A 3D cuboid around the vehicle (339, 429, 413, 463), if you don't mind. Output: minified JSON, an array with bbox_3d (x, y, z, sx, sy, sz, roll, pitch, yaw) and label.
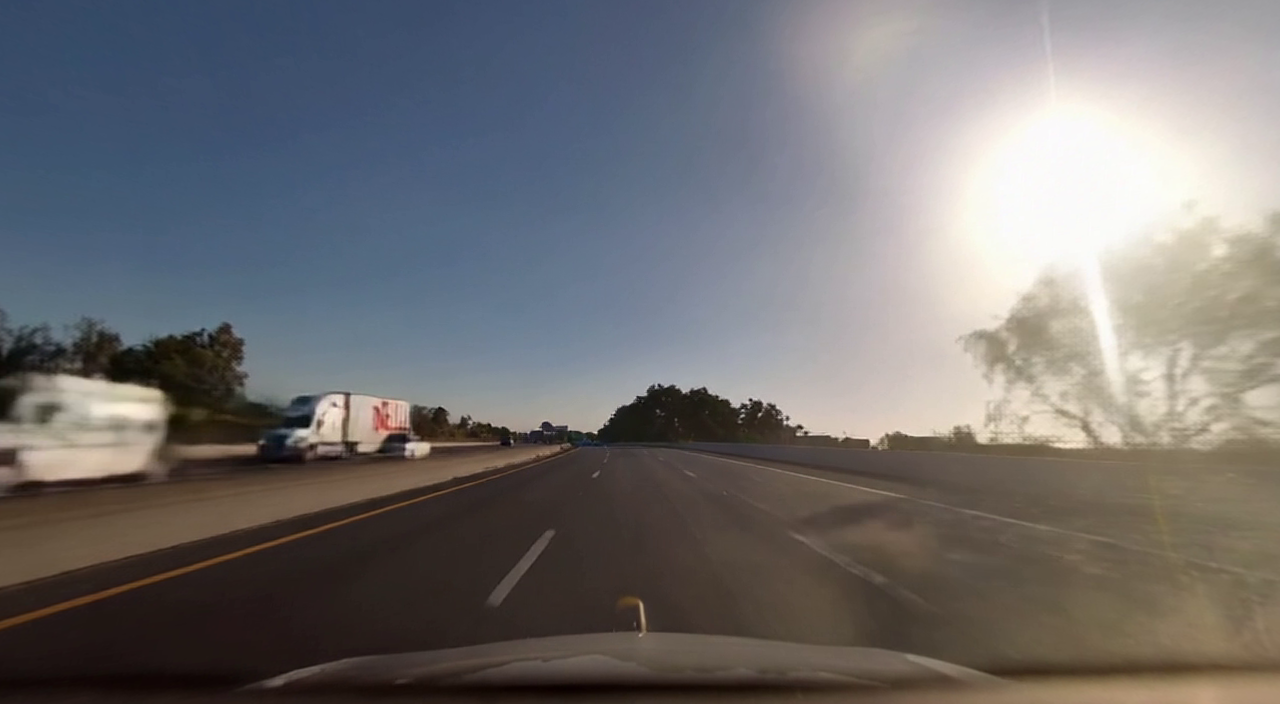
[{"bbox_3d":[-12.544,4.476,30.191,1.802,1.484,4.315,0,-8,-2],"label":"vehicle"}]

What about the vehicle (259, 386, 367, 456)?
[{"bbox_3d":[-20.081,4.403,39.190,3.006,3.966,6.742,0,-8,0],"label":"vehicle"}]

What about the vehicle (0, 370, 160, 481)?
[{"bbox_3d":[-15.663,1.893,15.789,2.463,2.496,5.992,0,-8,-1],"label":"vehicle"}]
